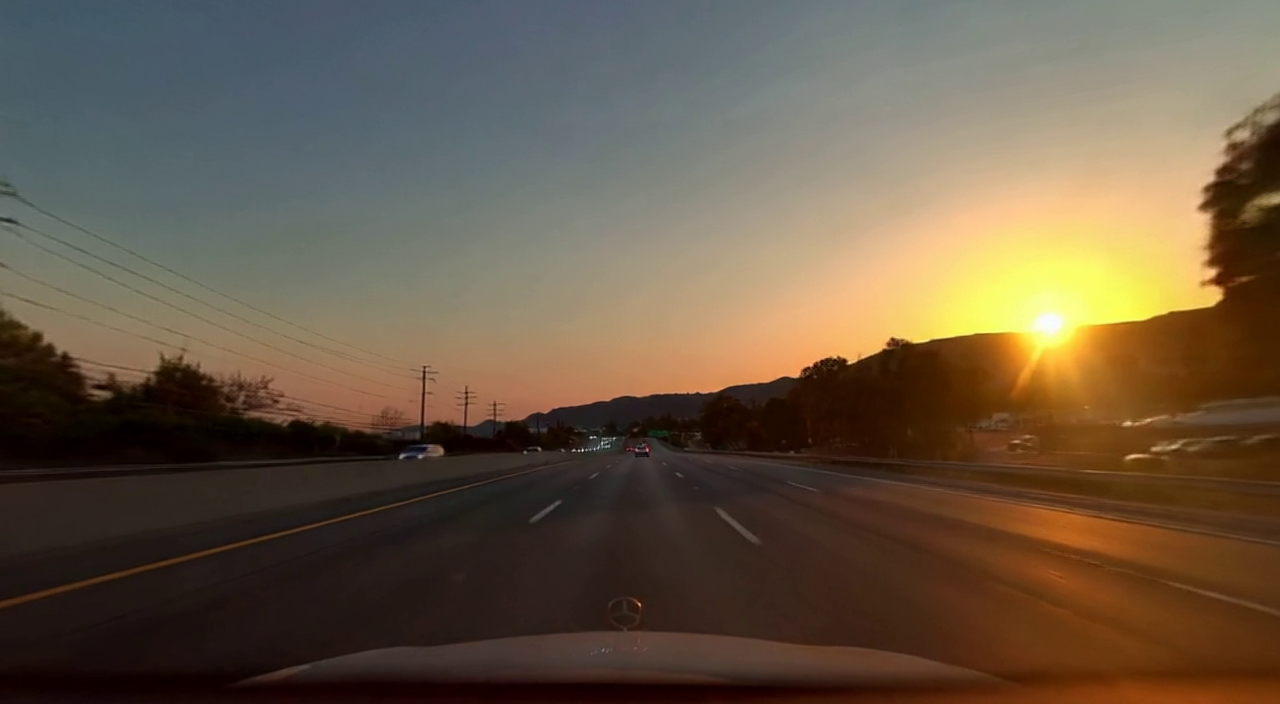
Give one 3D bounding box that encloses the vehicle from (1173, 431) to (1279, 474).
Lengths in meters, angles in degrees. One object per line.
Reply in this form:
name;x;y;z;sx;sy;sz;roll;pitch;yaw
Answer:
vehicle;34.553;5.807;36.636;2.428;2.287;5.283;0;-8;1
